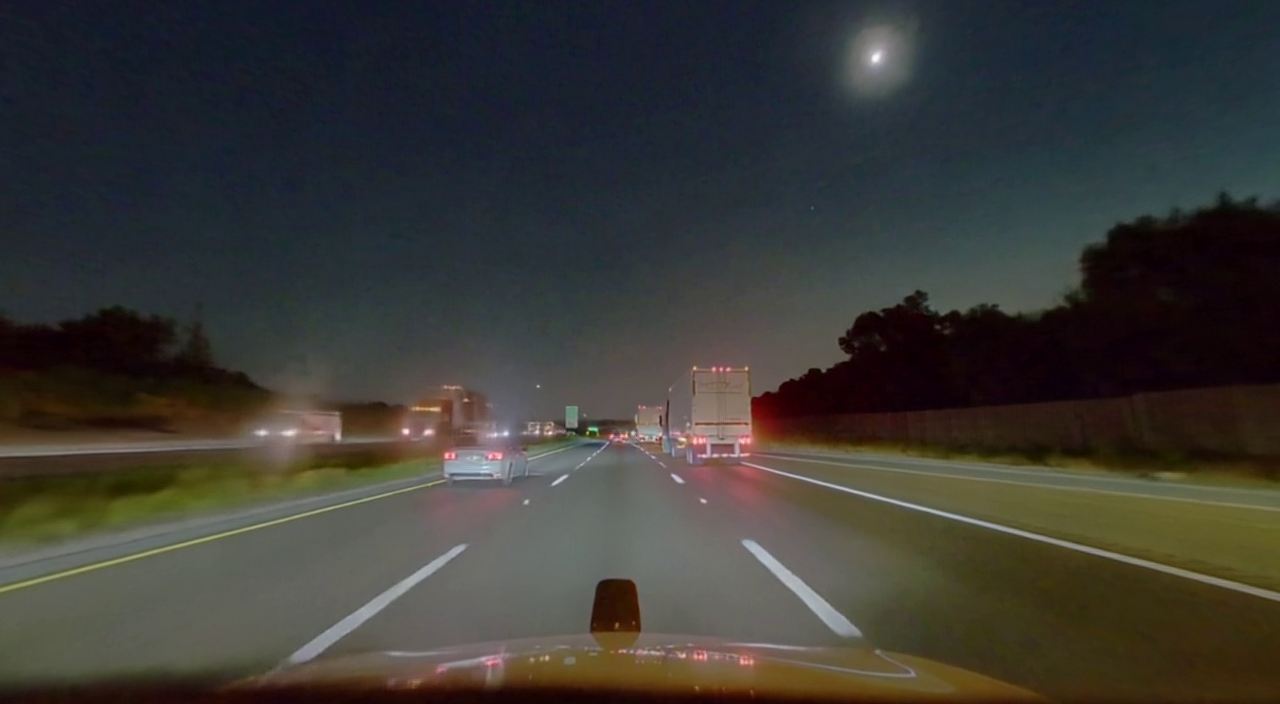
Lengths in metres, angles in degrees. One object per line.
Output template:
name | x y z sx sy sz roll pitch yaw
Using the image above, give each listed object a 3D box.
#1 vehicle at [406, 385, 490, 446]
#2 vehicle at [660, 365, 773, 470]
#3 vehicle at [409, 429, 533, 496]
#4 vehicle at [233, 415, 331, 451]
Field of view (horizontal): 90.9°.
vehicle | -12.894 4.543 43.468 2.938 3.692 9.880 0 -8 -2
vehicle | 3.197 3.466 31.628 3.241 4.042 14.292 0 -8 -3
vehicle | -4.065 2.715 16.001 1.971 1.444 4.401 0 -8 -1
vehicle | -16.170 3.718 28.774 1.921 1.482 4.487 0 -8 -1
